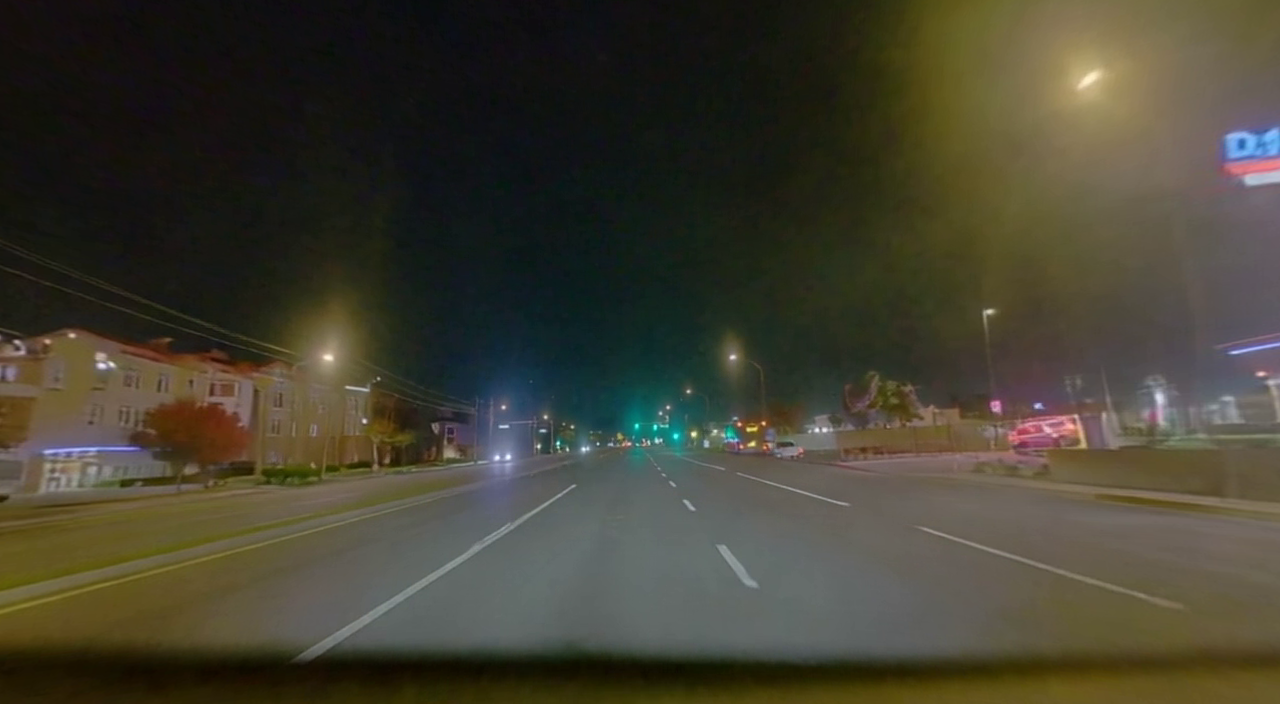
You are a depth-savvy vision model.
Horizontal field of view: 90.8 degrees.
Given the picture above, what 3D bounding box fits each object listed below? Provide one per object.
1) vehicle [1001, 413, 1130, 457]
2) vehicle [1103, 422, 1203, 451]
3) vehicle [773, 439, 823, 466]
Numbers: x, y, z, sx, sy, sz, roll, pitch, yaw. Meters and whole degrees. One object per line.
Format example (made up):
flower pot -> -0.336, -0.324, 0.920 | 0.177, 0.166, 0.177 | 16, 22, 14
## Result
vehicle -> 23.257, 4.595, 35.024 | 2.529, 2.138, 6.511 | -1, -7, -1
vehicle -> 28.528, 4.761, 35.306 | 1.811, 1.478, 4.266 | -1, -8, -4
vehicle -> 10.262, 6.555, 41.362 | 2.085, 1.630, 4.403 | 0, -8, -1
